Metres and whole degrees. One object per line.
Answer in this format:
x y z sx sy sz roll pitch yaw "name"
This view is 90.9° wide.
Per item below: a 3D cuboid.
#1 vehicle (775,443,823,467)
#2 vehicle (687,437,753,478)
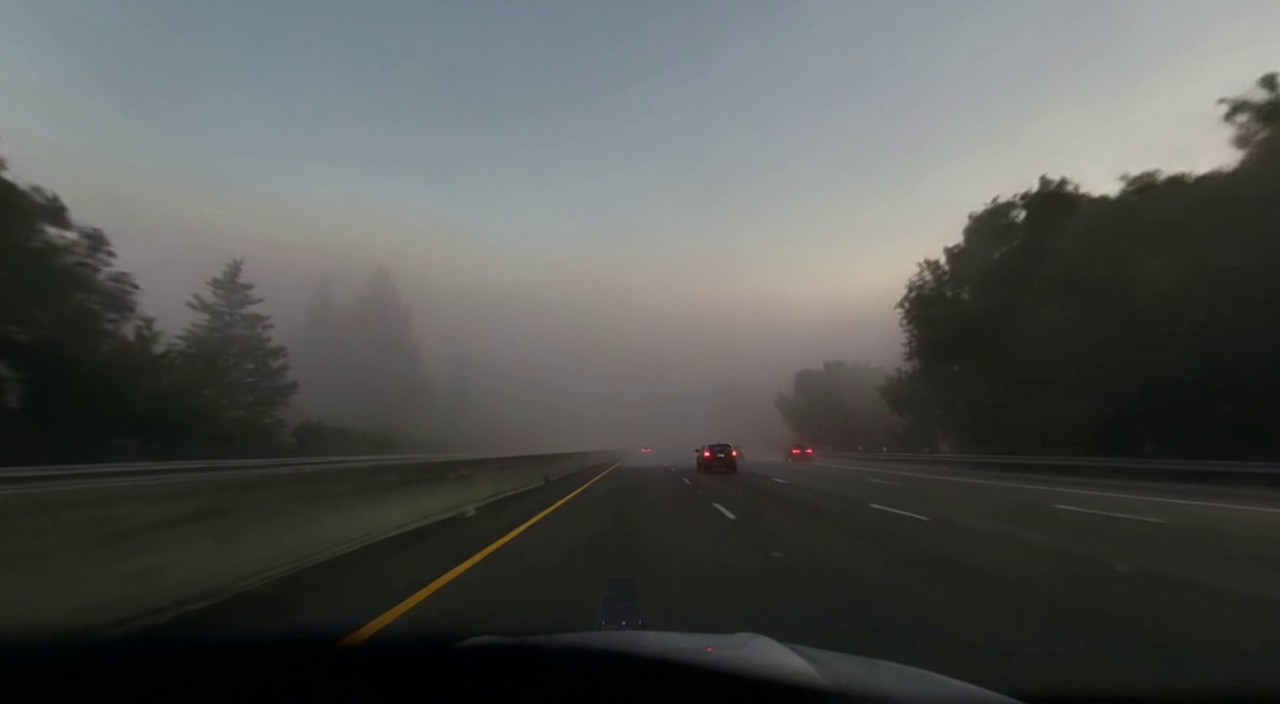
10.401 6.760 41.622 1.970 1.479 4.480 0 -9 -1 "vehicle"
3.453 4.660 28.029 2.326 1.644 4.206 0 -9 -1 "vehicle"
